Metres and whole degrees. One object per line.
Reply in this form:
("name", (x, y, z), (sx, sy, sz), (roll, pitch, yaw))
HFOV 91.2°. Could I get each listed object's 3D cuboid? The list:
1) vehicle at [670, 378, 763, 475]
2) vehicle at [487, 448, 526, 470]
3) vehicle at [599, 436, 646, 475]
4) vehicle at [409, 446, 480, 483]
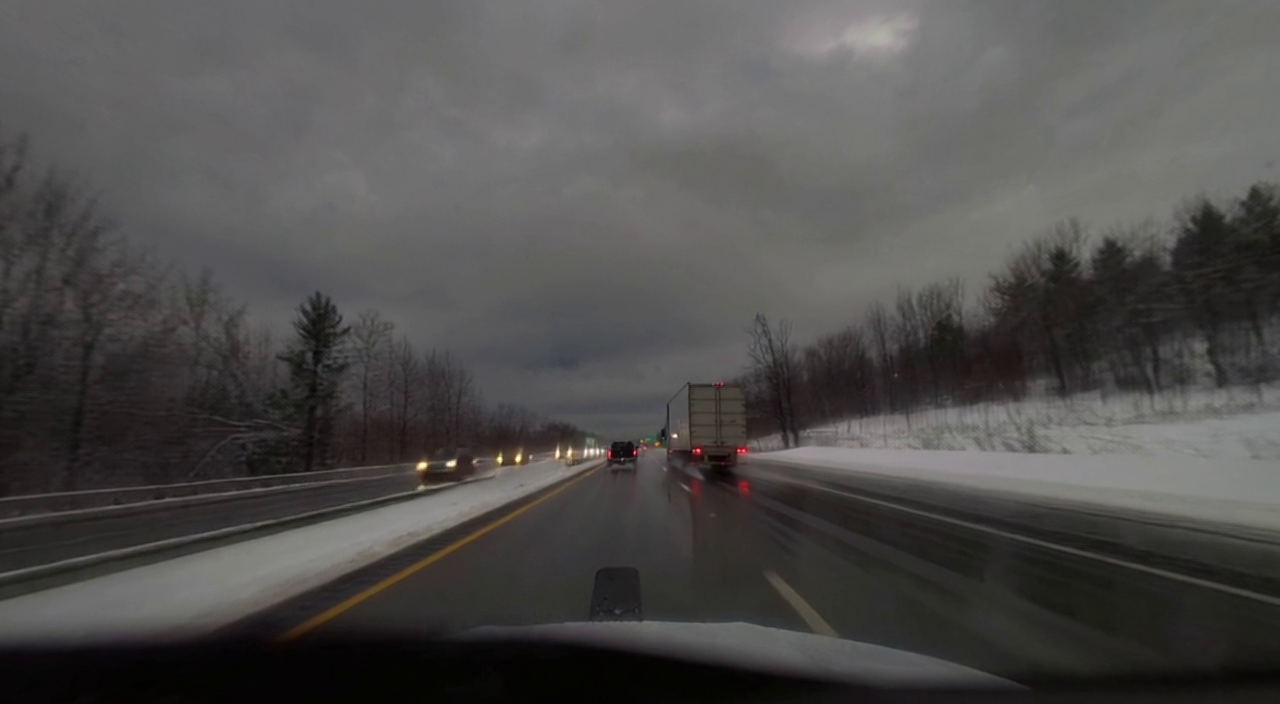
("vehicle", (3.540, 4.171, 33.364), (3.068, 4.042, 13.787), (0, -9, -1))
("vehicle", (-9.985, 8.036, 47.137), (1.897, 1.536, 4.395), (-1, -9, 0))
("vehicle", (-0.800, 4.993, 30.430), (2.151, 1.693, 4.201), (-1, -9, 0))
("vehicle", (-9.062, 5.247, 29.479), (1.998, 1.566, 4.092), (-1, -9, 1))
